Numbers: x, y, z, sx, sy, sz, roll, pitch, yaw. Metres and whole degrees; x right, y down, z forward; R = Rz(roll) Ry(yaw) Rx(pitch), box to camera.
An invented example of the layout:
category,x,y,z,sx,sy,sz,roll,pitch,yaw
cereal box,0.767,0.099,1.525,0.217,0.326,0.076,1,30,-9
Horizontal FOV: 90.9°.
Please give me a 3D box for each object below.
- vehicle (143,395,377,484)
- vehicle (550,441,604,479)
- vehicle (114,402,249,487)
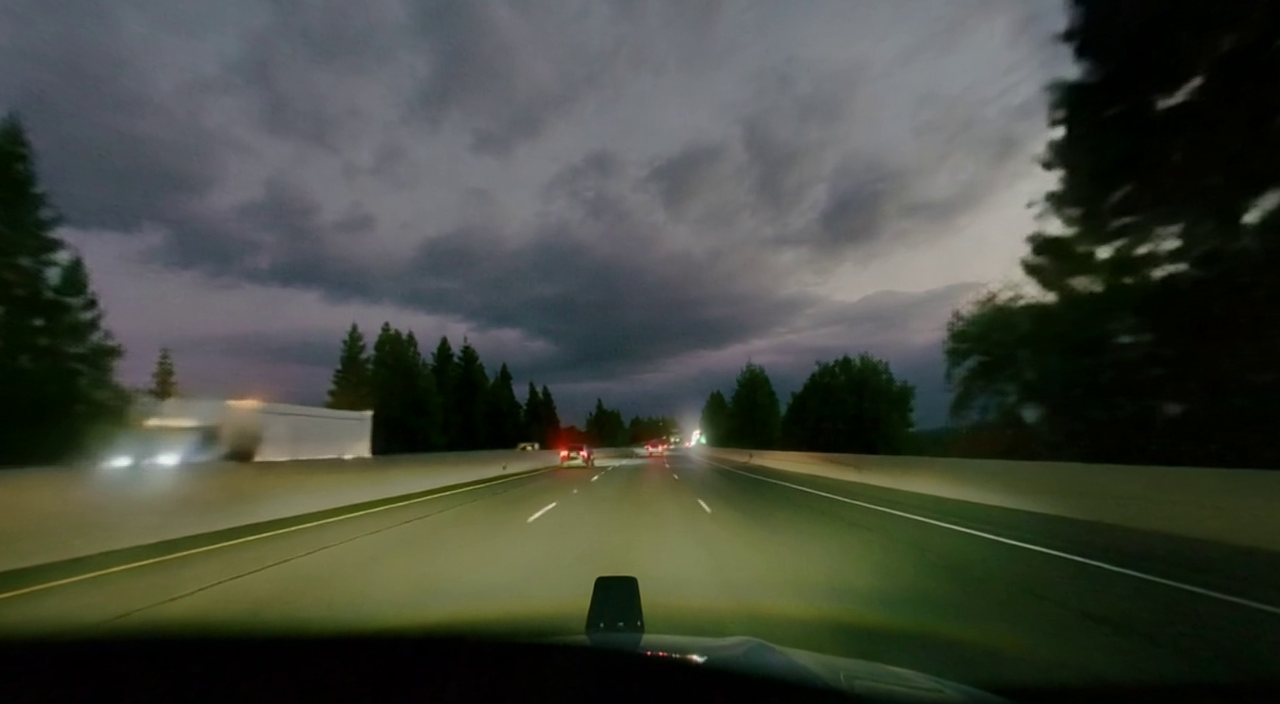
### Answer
category,x,y,z,sx,sy,sz,roll,pitch,yaw
vehicle,-19.679,4.961,34.932,3.557,3.870,14.807,0,-9,1
vehicle,-2.809,4.945,29.021,1.959,1.571,4.313,0,-9,2
vehicle,-19.786,4.025,27.428,3.344,3.469,2.977,0,-9,1
